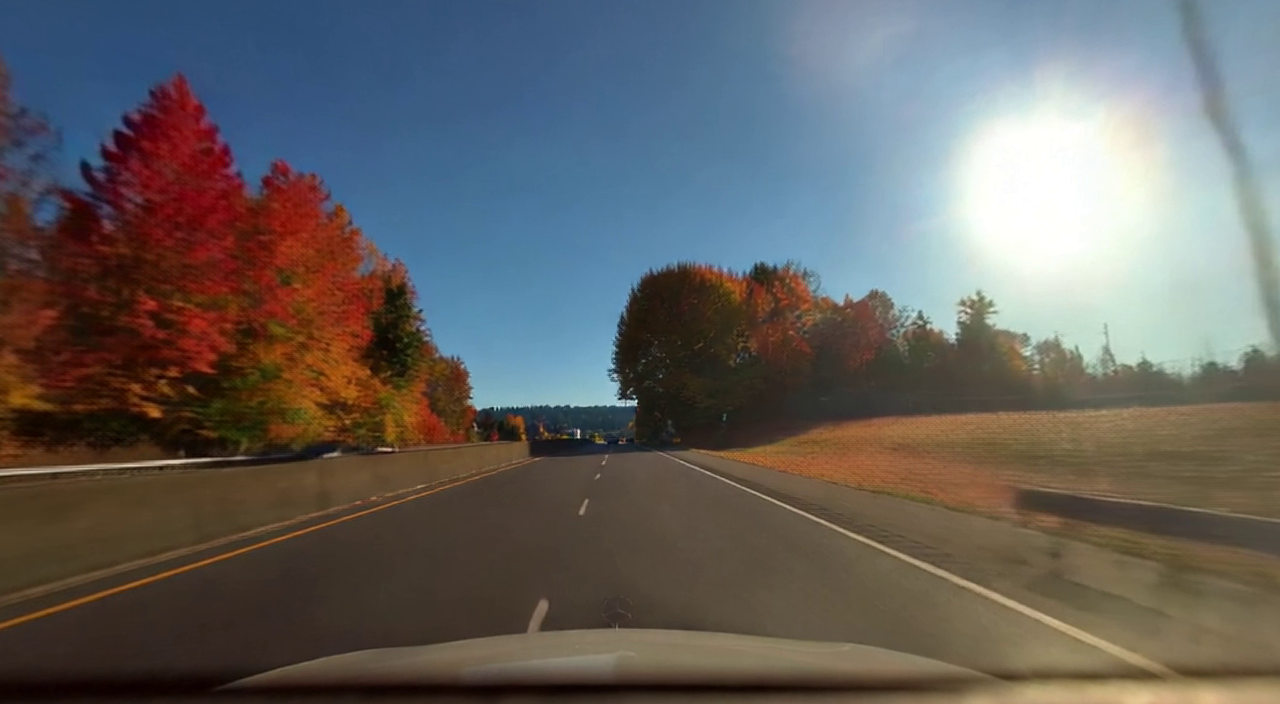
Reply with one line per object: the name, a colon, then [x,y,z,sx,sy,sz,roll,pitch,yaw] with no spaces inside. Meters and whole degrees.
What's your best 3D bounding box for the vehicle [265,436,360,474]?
vehicle: [-14.263,4.485,27.701,1.872,1.513,4.459,0,-8,-2]
